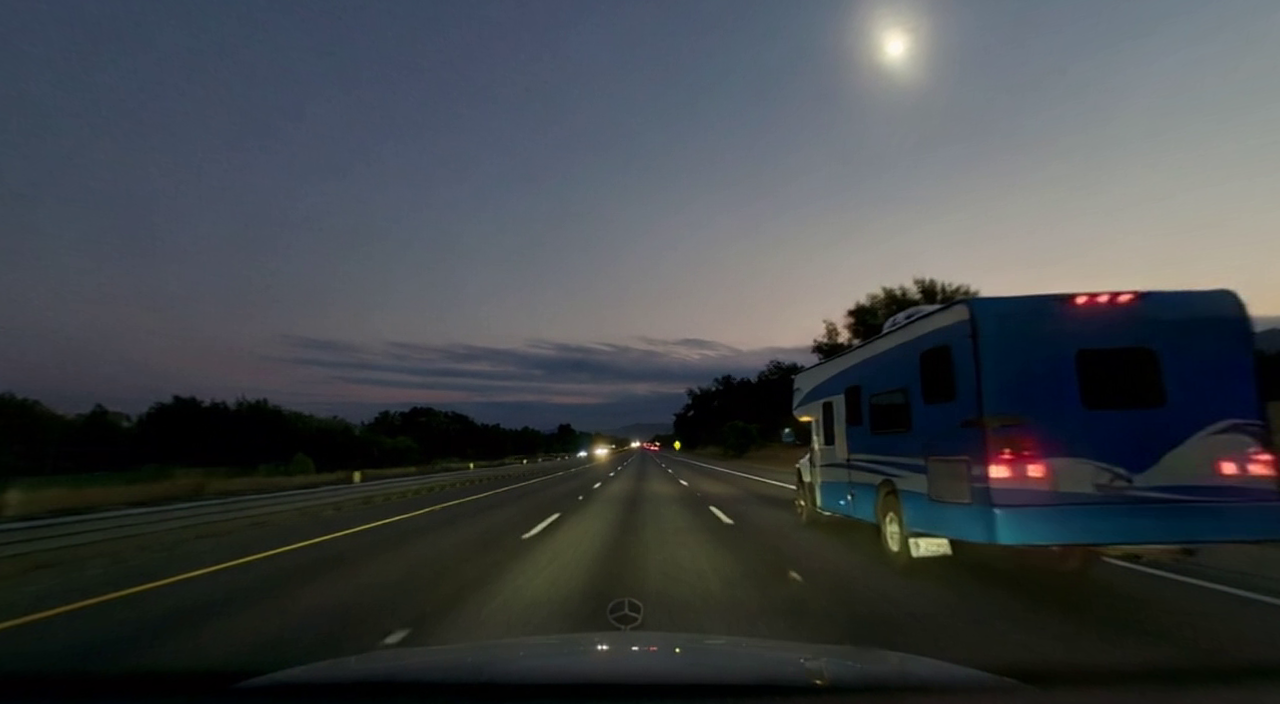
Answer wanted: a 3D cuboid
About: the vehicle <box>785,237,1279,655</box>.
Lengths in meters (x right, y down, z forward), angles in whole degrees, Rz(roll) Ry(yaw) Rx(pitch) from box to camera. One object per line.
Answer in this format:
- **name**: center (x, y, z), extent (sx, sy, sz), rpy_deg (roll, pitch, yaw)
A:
- **vehicle**: center (3.768, 1.043, 7.339), extent (2.556, 2.763, 6.287), rpy_deg (0, -9, -1)
